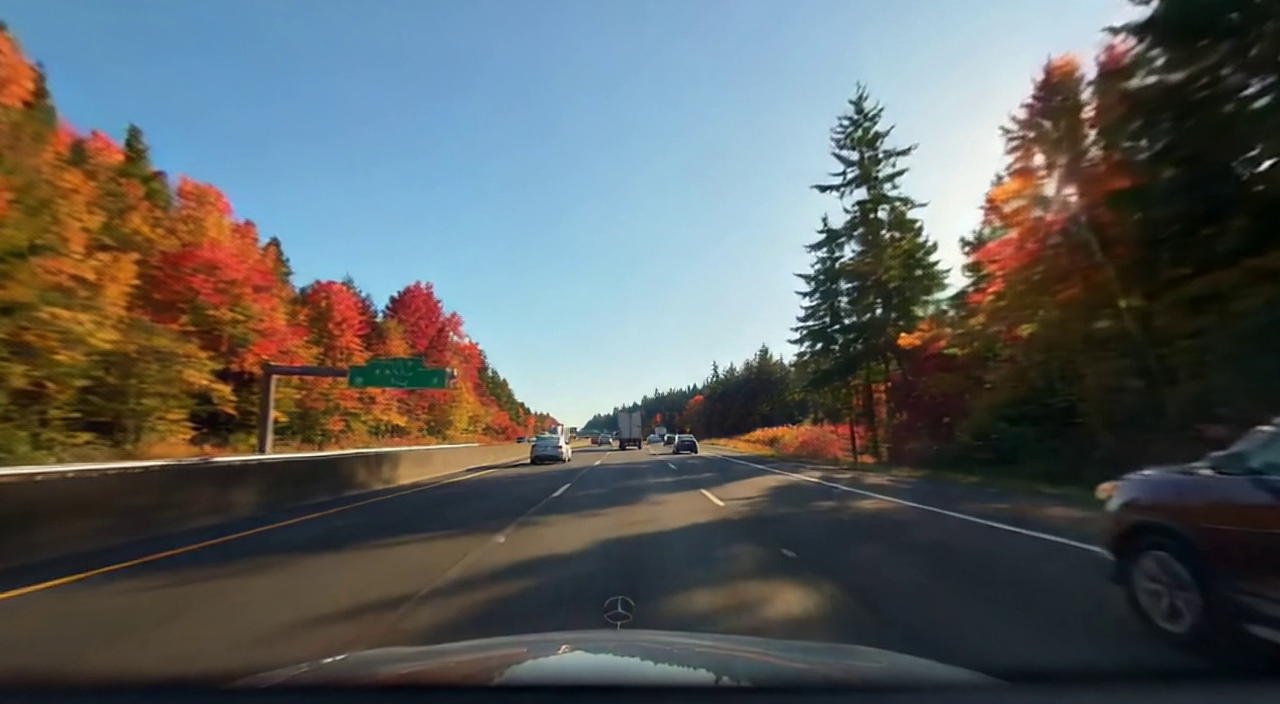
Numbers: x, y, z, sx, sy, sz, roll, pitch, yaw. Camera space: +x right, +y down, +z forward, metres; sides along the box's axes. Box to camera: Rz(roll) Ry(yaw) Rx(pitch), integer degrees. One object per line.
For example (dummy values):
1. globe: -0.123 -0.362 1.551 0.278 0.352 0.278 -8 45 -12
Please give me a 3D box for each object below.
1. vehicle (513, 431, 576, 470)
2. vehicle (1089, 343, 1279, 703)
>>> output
1. vehicle: -3.878 4.056 26.169 2.027 1.501 3.920 0 -8 -1
2. vehicle: 3.929 0.663 1.842 1.962 1.680 4.298 0 -8 -1
